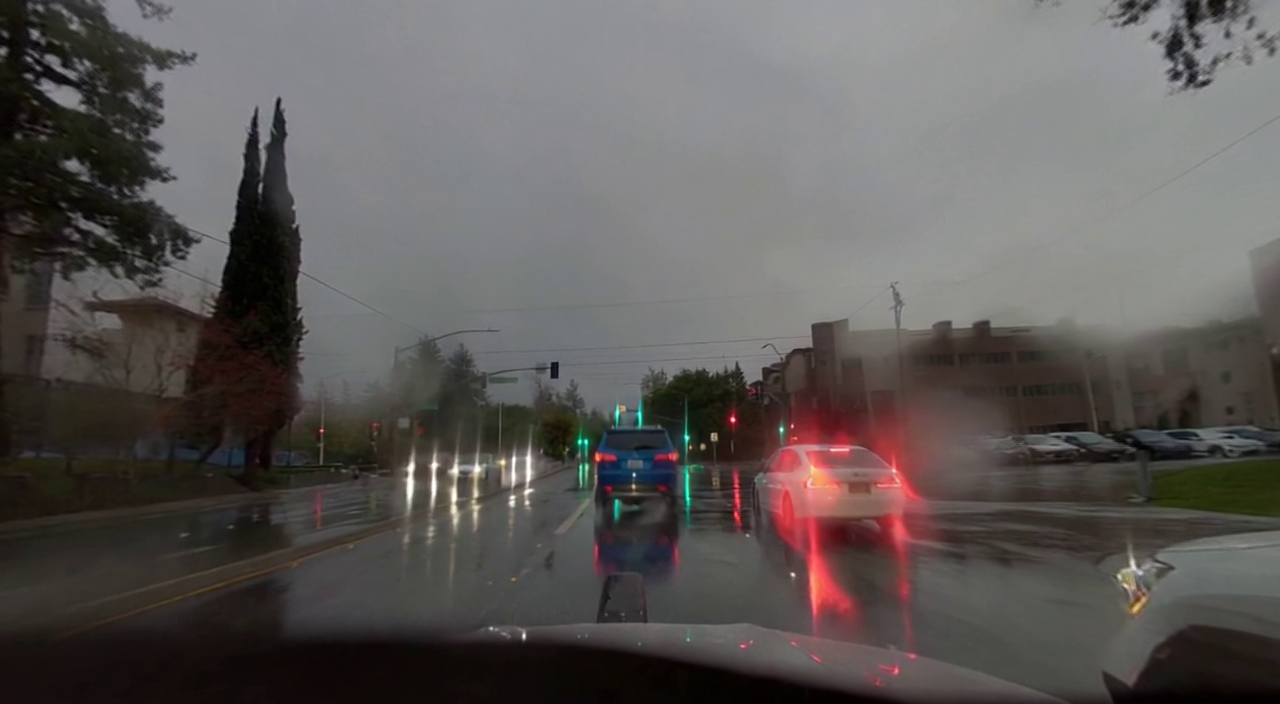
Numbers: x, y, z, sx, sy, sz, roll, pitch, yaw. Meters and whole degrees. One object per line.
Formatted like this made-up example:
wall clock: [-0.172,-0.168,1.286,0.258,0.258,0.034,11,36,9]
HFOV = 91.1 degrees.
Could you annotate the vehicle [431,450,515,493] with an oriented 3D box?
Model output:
vehicle: [-6.460,4.674,24.904,2.054,1.478,4.584,0,-9,0]

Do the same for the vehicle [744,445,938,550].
vehicle: [3.278,2.434,11.320,1.900,1.478,4.425,0,-9,-2]

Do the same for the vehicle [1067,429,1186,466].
vehicle: [26.517,5.198,34.344,4.704,1.919,2.130,0,-9,-2]

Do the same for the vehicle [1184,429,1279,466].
vehicle: [25.833,3.993,26.215,4.420,1.469,1.807,0,-9,1]

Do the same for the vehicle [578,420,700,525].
vehicle: [-0.052,2.576,13.971,2.296,1.947,4.168,0,-9,-1]

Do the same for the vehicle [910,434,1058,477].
vehicle: [13.529,4.092,24.882,4.648,1.583,2.018,0,-9,-2]

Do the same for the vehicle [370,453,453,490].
vehicle: [-10.684,5.603,29.788,2.206,1.544,4.740,0,-9,0]

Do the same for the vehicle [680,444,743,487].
vehicle: [3.068,4.982,27.832,2.138,1.729,4.178,0,-9,-2]
